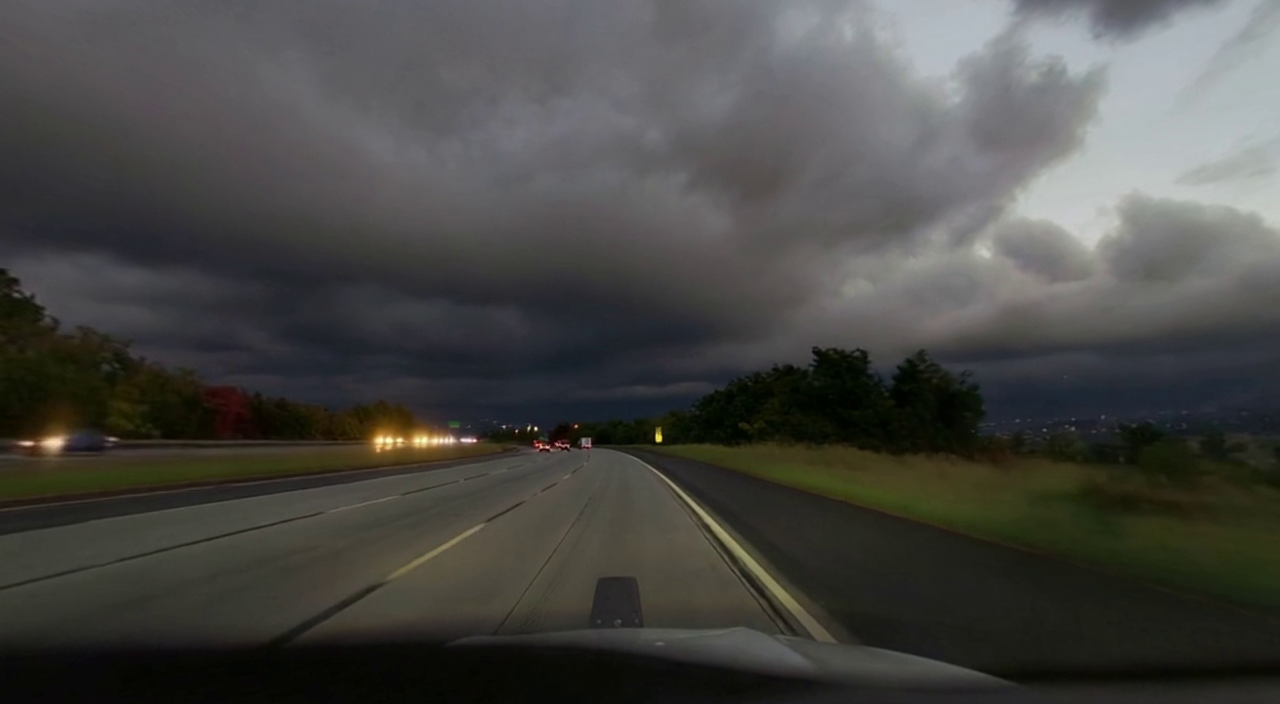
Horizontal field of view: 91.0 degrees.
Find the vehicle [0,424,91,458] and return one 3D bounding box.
[{"bbox_3d":[-32.712,4.813,34.005,1.924,1.680,4.758,1,-8,-2],"label":"vehicle"}]
